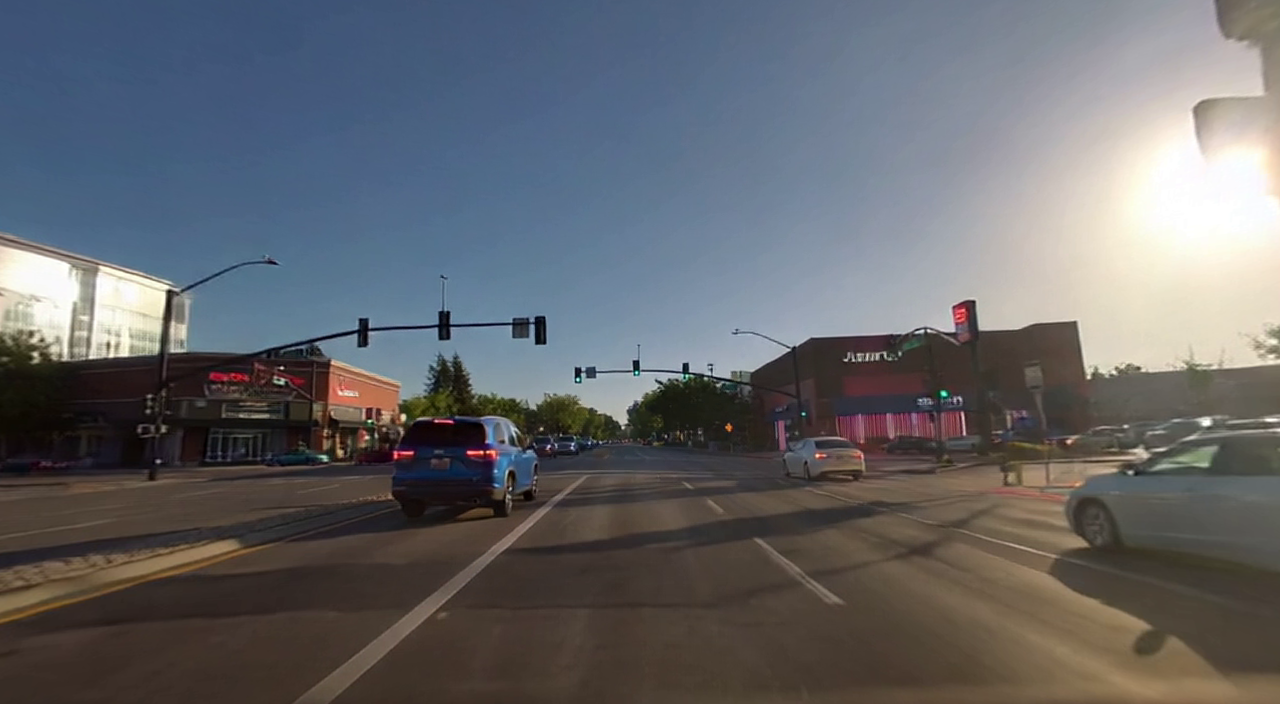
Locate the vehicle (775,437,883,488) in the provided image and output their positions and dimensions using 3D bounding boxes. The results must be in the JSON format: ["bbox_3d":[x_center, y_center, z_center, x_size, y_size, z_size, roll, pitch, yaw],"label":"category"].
[{"bbox_3d":[6.091,3.612,21.031,1.972,1.476,4.775,0,-8,-2],"label":"vehicle"}]

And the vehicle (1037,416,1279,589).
[{"bbox_3d":[6.743,1.479,6.548,2.014,1.539,4.852,0,-8,-1],"label":"vehicle"}]

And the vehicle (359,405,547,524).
[{"bbox_3d":[-3.347,2.160,12.644,2.313,1.883,5.016,0,-8,-1],"label":"vehicle"}]

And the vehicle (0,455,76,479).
[{"bbox_3d":[-41.316,7.749,42.531,4.733,1.500,1.814,0,-8,-2],"label":"vehicle"}]
